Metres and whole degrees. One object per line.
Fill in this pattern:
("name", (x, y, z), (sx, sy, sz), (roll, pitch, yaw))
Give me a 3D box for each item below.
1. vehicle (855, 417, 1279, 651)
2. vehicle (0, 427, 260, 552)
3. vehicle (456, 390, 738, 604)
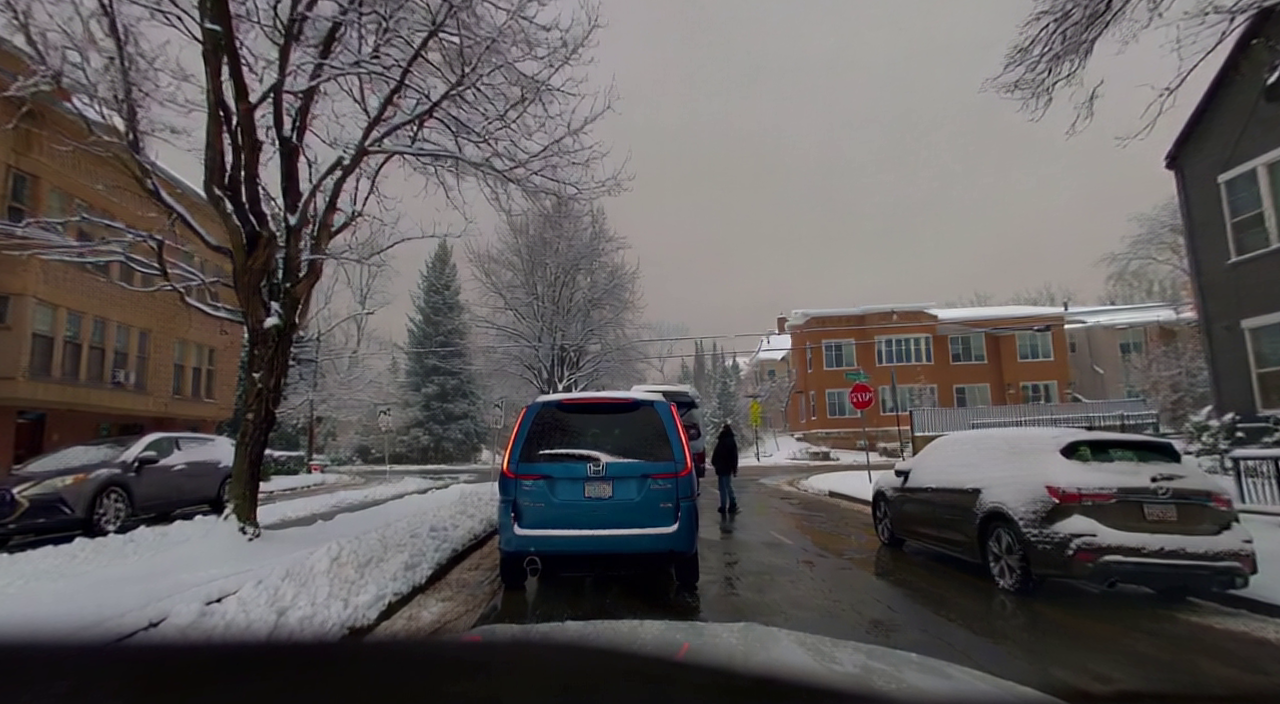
("vehicle", (4.218, 1.680, 6.906), (1.959, 1.581, 4.731), (4, -9, -2))
("vehicle", (-8.292, 2.019, 10.053), (1.825, 1.532, 4.083), (-3, -7, 2))
("vehicle", (-0.370, 1.569, 7.720), (2.377, 1.787, 4.652), (0, -8, 0))
